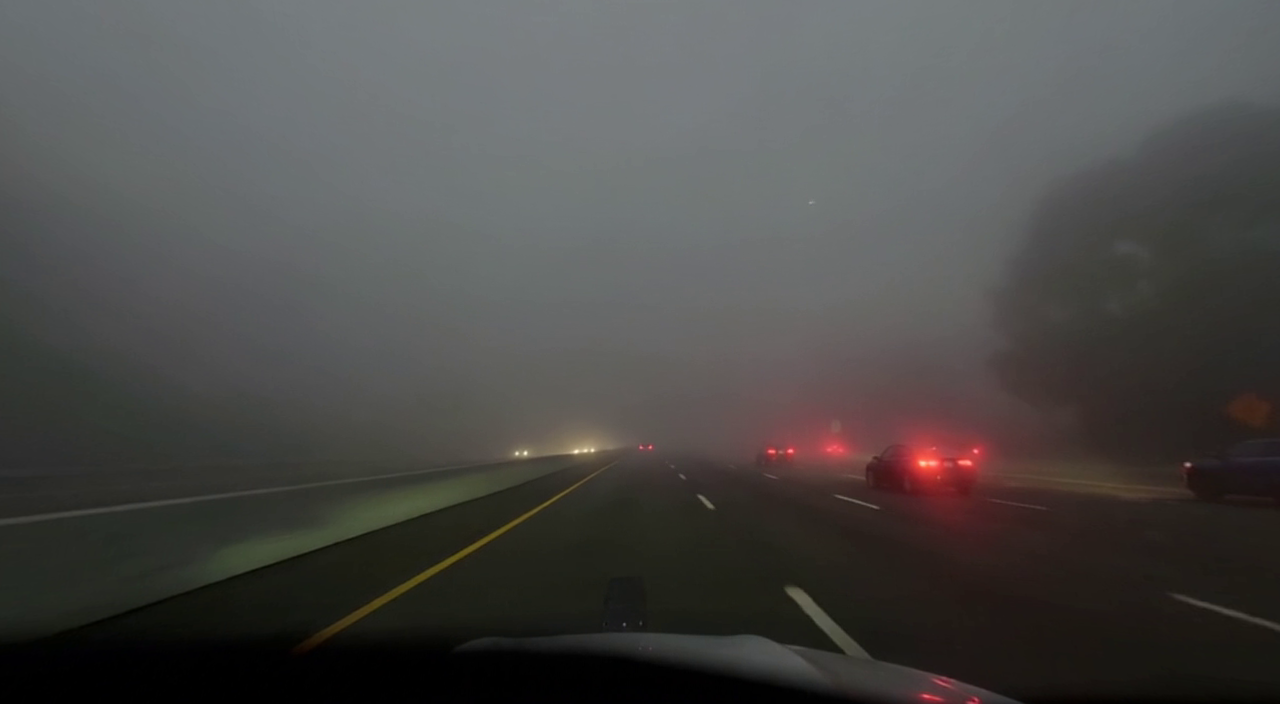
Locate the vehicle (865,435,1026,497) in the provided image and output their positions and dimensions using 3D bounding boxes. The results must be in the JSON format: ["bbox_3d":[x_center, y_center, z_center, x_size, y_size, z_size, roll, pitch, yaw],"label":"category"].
[{"bbox_3d":[8.429,3.177,18.048,2.093,1.525,4.865,0,-8,-1],"label":"vehicle"}]
